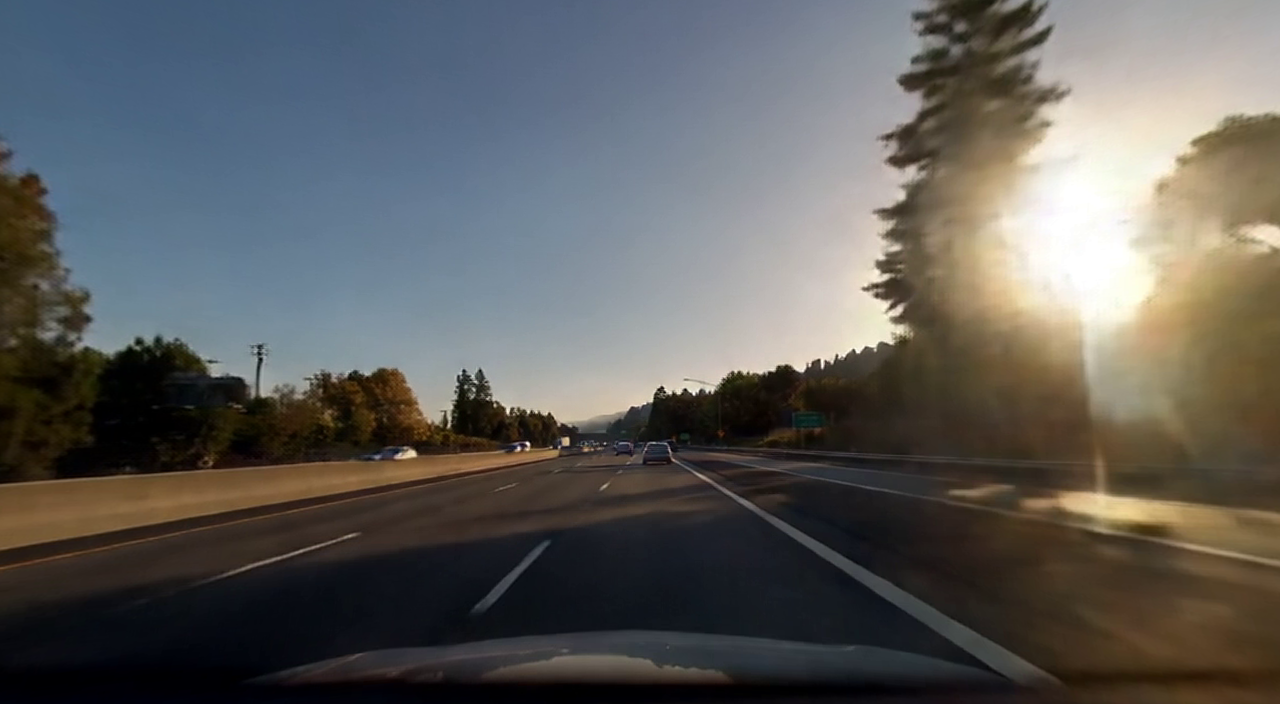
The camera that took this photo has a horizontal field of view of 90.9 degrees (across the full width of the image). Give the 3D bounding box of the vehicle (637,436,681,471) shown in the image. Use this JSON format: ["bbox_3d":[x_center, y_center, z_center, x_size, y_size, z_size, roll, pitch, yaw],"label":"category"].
[{"bbox_3d":[0.965,5.533,34.665,2.260,1.766,4.348,0,-8,0],"label":"vehicle"}]
